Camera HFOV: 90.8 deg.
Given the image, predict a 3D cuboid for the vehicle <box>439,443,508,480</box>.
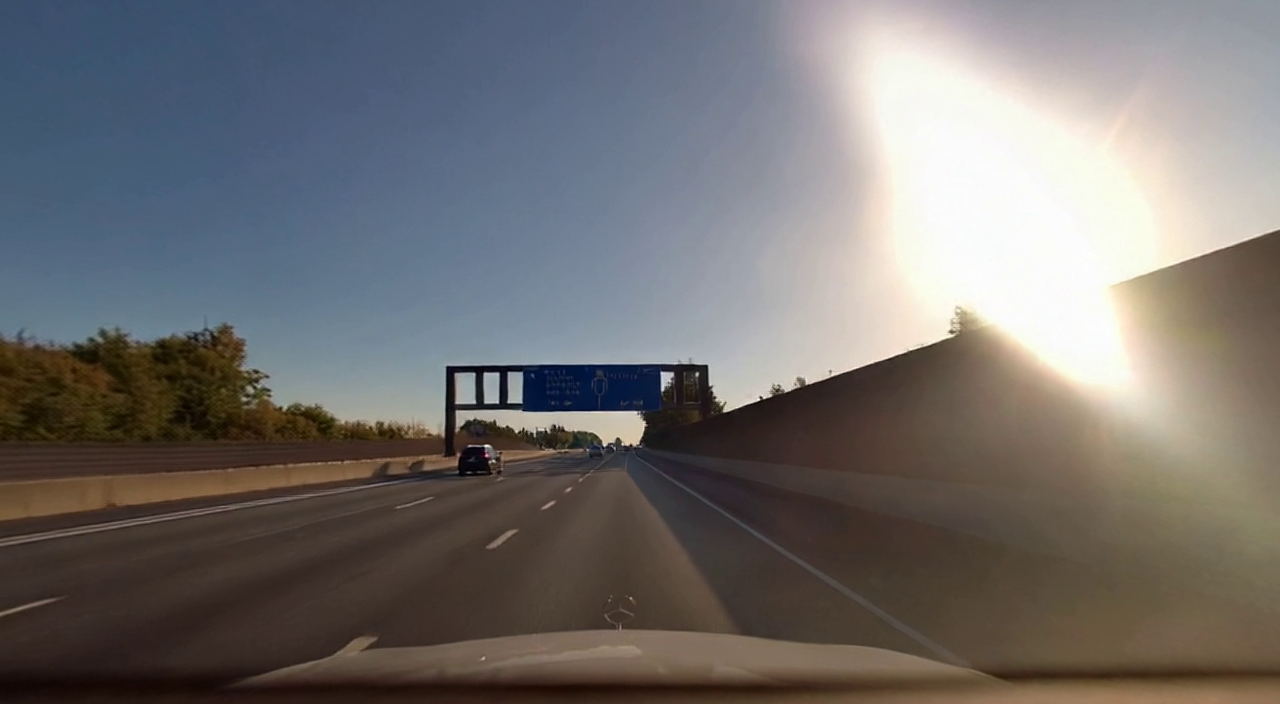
[{"bbox_3d":[-7.686,5.096,29.563,2.098,1.606,4.227,0,-9,0],"label":"vehicle"}]
